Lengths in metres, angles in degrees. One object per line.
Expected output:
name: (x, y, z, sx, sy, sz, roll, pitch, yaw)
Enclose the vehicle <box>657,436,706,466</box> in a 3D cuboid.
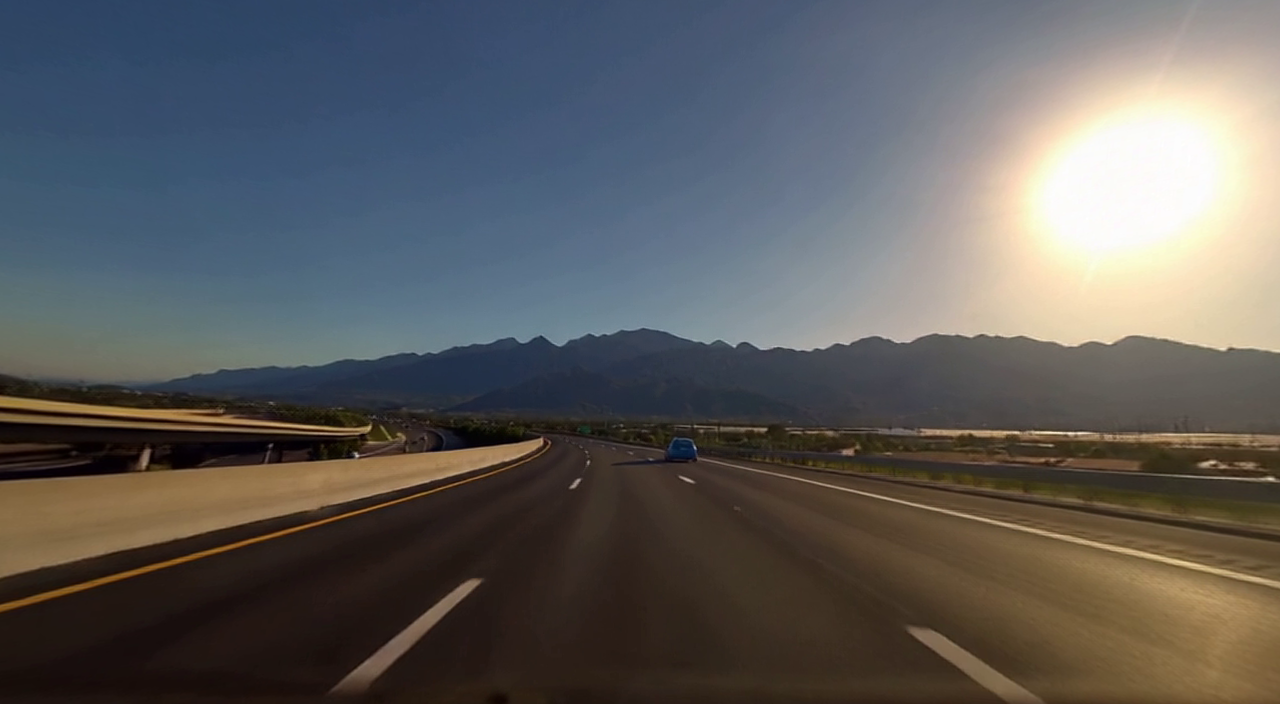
vehicle: (2.089, 5.172, 32.952, 1.985, 1.440, 4.466, 0, -8, -3)
